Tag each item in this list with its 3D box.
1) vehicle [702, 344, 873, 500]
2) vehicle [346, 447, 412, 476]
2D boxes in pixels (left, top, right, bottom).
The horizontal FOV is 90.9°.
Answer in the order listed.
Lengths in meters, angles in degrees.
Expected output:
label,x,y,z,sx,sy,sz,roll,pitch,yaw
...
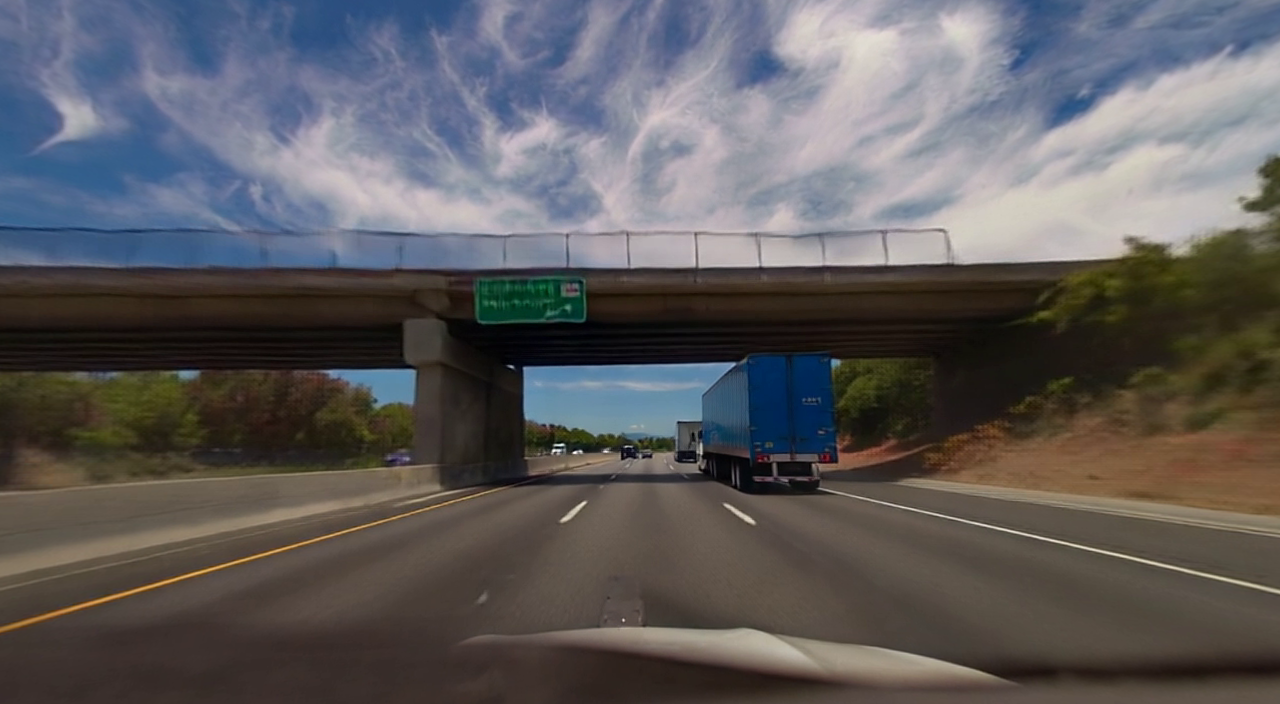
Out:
label,x,y,z,sx,sy,sz,roll,pitch,yaw
vehicle,4.502,2.876,23.423,2.825,4.054,14.210,0,-9,0
vehicle,-13.914,5.863,33.880,1.788,1.439,3.990,0,-9,1
